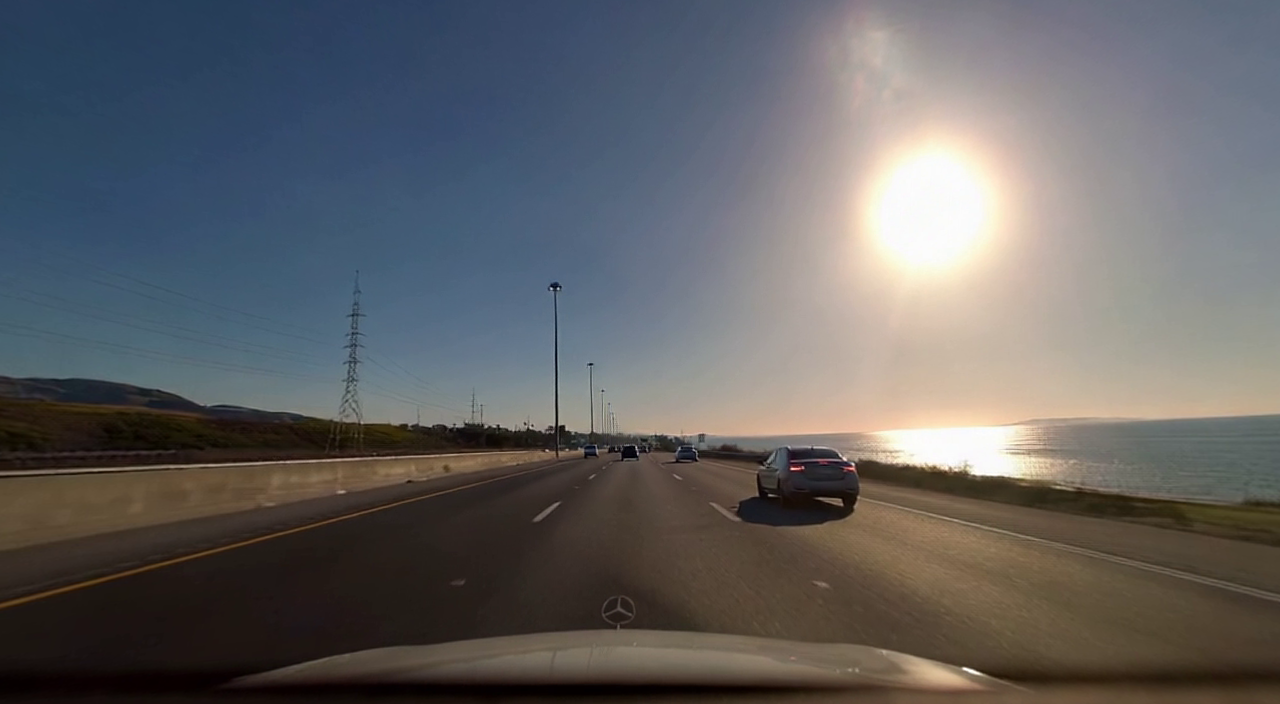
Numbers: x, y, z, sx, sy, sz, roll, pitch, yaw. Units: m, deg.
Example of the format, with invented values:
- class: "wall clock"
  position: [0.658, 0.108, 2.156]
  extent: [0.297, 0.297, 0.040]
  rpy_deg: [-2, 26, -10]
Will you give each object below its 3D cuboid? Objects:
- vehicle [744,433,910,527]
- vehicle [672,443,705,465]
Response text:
- class: "vehicle"
  position: [3.390, 2.395, 12.452]
  extent: [1.890, 1.490, 4.373]
  rpy_deg: [0, -8, -1]
- class: "vehicle"
  position: [3.521, 7.449, 46.466]
  extent: [2.000, 1.533, 4.438]
  rpy_deg: [0, -8, -1]
